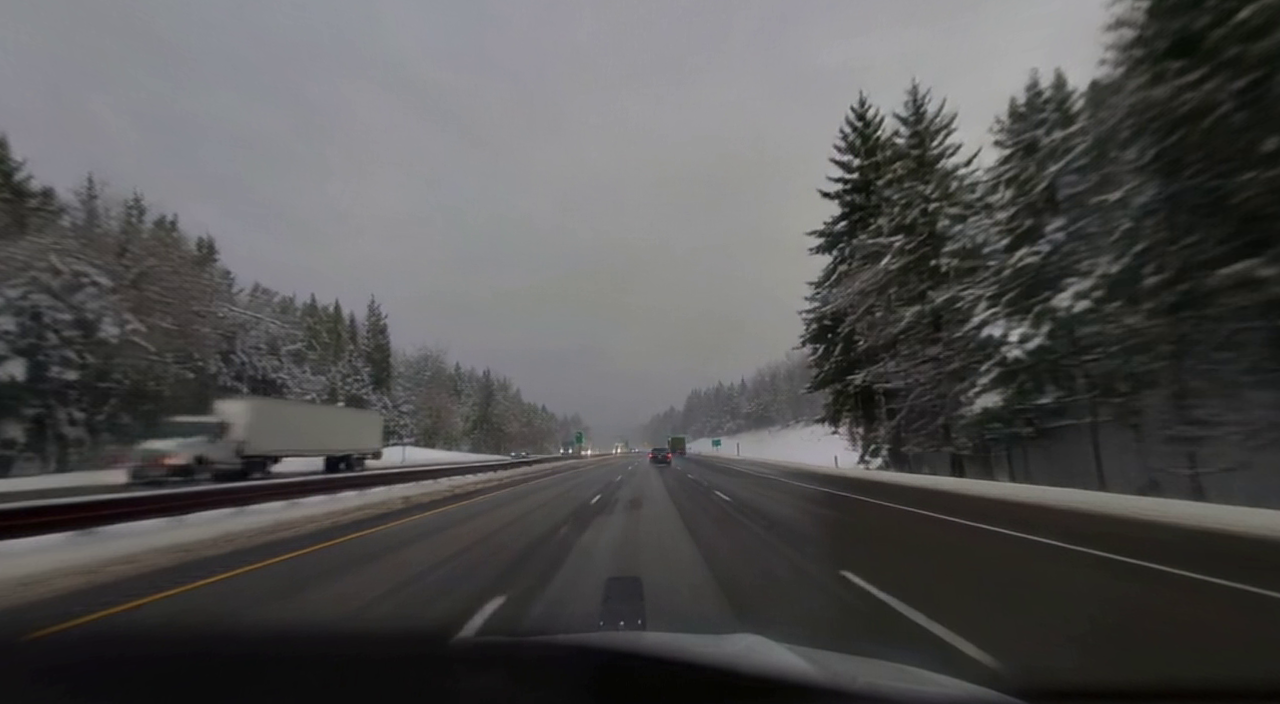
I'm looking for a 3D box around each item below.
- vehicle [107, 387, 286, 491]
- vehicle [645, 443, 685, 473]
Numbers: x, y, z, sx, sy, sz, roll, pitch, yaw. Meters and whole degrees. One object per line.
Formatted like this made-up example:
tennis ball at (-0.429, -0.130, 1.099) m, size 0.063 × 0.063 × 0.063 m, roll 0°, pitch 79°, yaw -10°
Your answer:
vehicle at (-18.915, 3.823, 27.512) m, size 3.195 × 4.035 × 5.892 m, roll 0°, pitch -9°, yaw 1°
vehicle at (1.409, 6.294, 37.456) m, size 2.231 × 1.652 × 4.503 m, roll 0°, pitch -9°, yaw 1°
